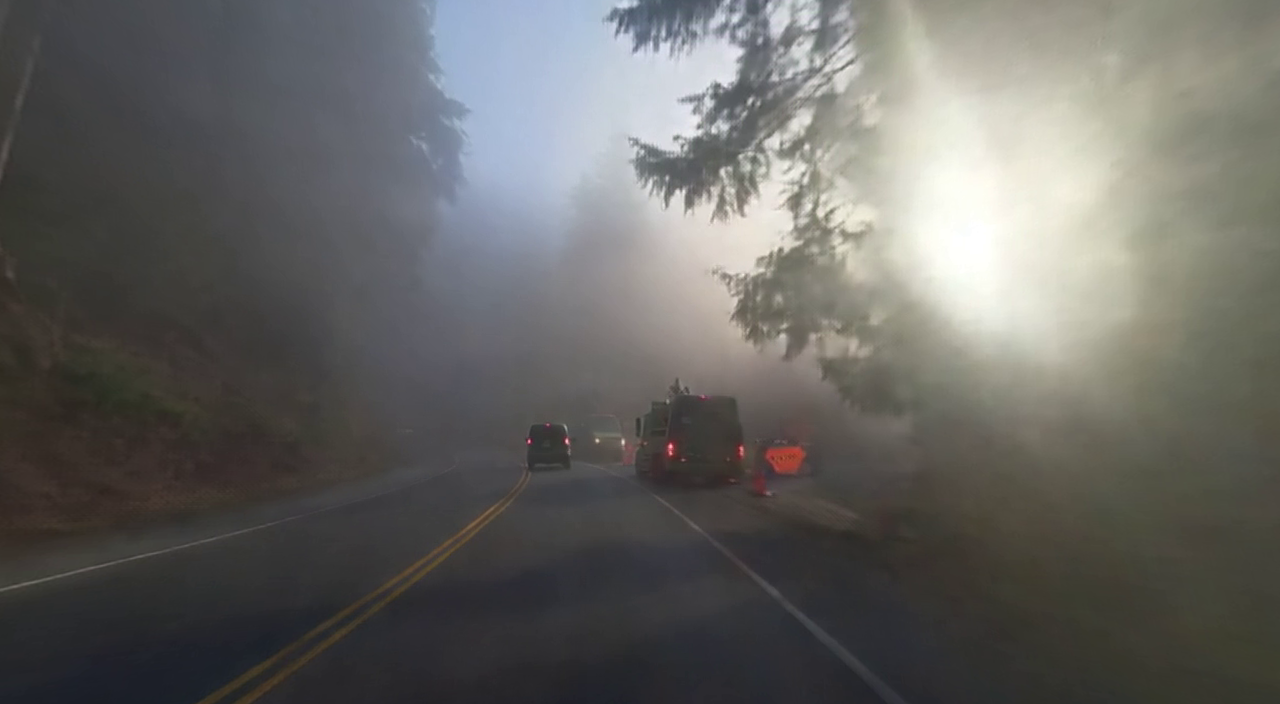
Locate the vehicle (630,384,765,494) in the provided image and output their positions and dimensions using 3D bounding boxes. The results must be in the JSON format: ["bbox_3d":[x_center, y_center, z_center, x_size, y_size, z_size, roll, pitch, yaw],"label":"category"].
[{"bbox_3d":[1.698,3.183,23.520,3.126,3.310,8.534,1,-8,-8],"label":"vehicle"}]

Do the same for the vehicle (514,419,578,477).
[{"bbox_3d":[-4.139,4.100,27.053,2.362,2.223,4.892,2,-9,-12],"label":"vehicle"}]

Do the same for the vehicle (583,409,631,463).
[{"bbox_3d":[-2.074,5.147,38.341,2.703,3.066,4.047,1,-8,-6],"label":"vehicle"}]
